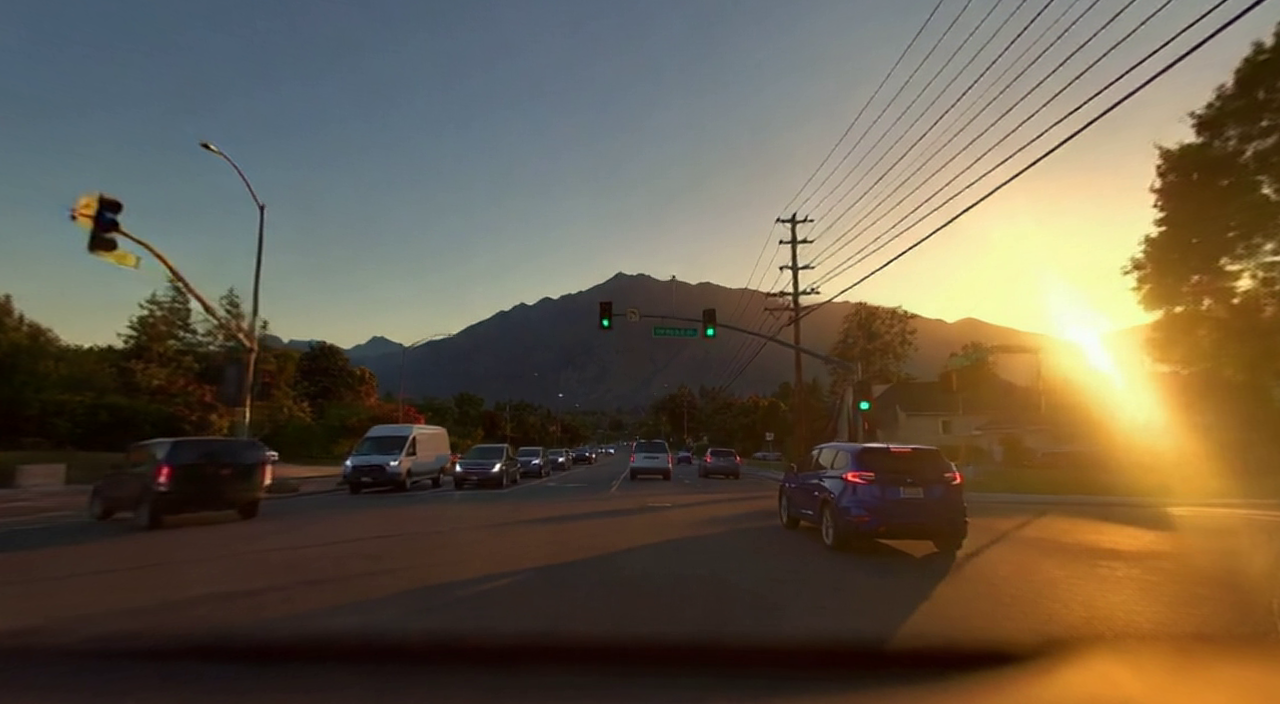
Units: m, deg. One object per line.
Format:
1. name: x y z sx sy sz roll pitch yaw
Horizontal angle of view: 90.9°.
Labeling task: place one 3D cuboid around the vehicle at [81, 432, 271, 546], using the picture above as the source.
1. vehicle: -9.024 2.474 12.112 4.458 1.749 2.059 -8 -12 43

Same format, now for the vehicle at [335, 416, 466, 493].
1. vehicle: -9.300 4.082 25.395 2.725 2.710 6.304 0 -8 0

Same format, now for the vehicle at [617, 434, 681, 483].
1. vehicle: 0.364 4.745 28.388 2.636 2.011 5.130 0 -9 0

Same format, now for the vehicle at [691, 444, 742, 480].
1. vehicle: 3.773 5.497 31.745 1.957 1.646 4.355 0 -8 -1

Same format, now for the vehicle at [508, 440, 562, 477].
1. vehicle: -5.705 5.849 34.870 1.993 1.884 5.481 0 -9 0

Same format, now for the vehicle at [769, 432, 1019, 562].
1. vehicle: 3.800 2.241 10.620 2.155 1.658 4.721 0 -9 -1

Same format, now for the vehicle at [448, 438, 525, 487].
1. vehicle: -6.041 4.384 25.338 1.983 1.801 4.391 0 -8 0
